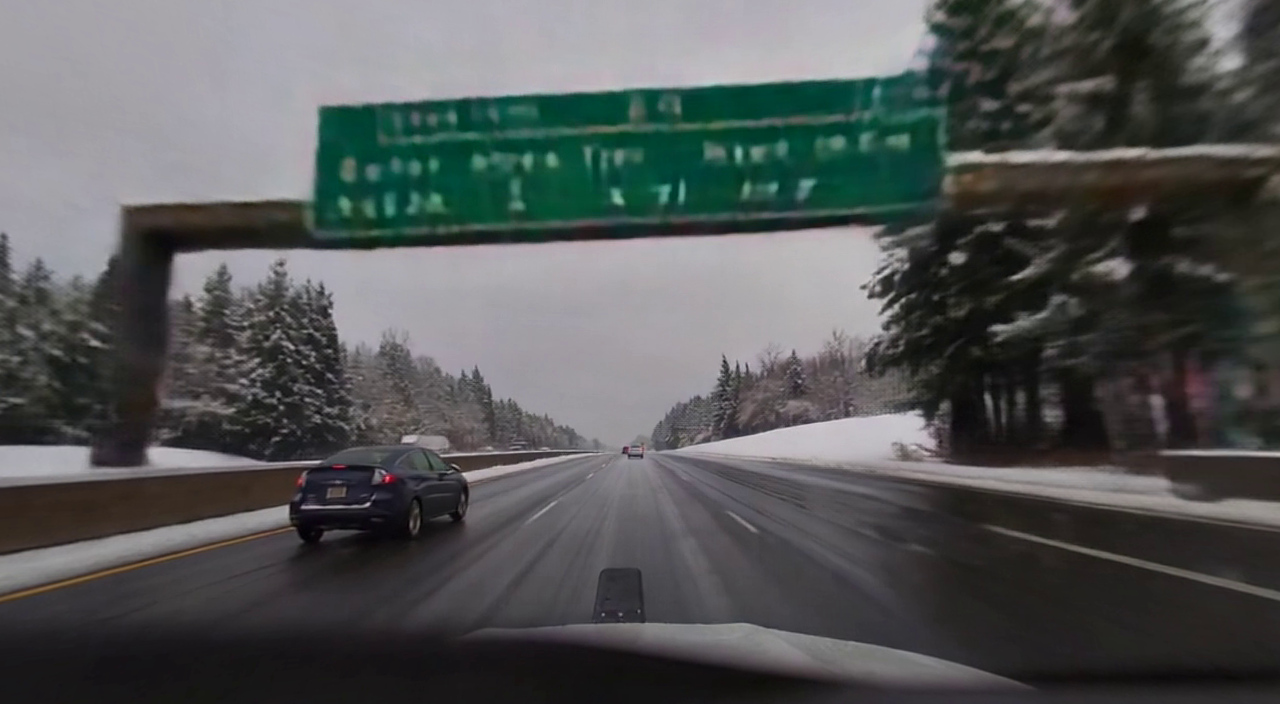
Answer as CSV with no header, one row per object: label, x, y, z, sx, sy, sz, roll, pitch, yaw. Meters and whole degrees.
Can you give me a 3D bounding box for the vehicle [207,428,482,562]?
vehicle,-4.007,2.002,9.590,2.050,1.547,4.266,0,-9,1
